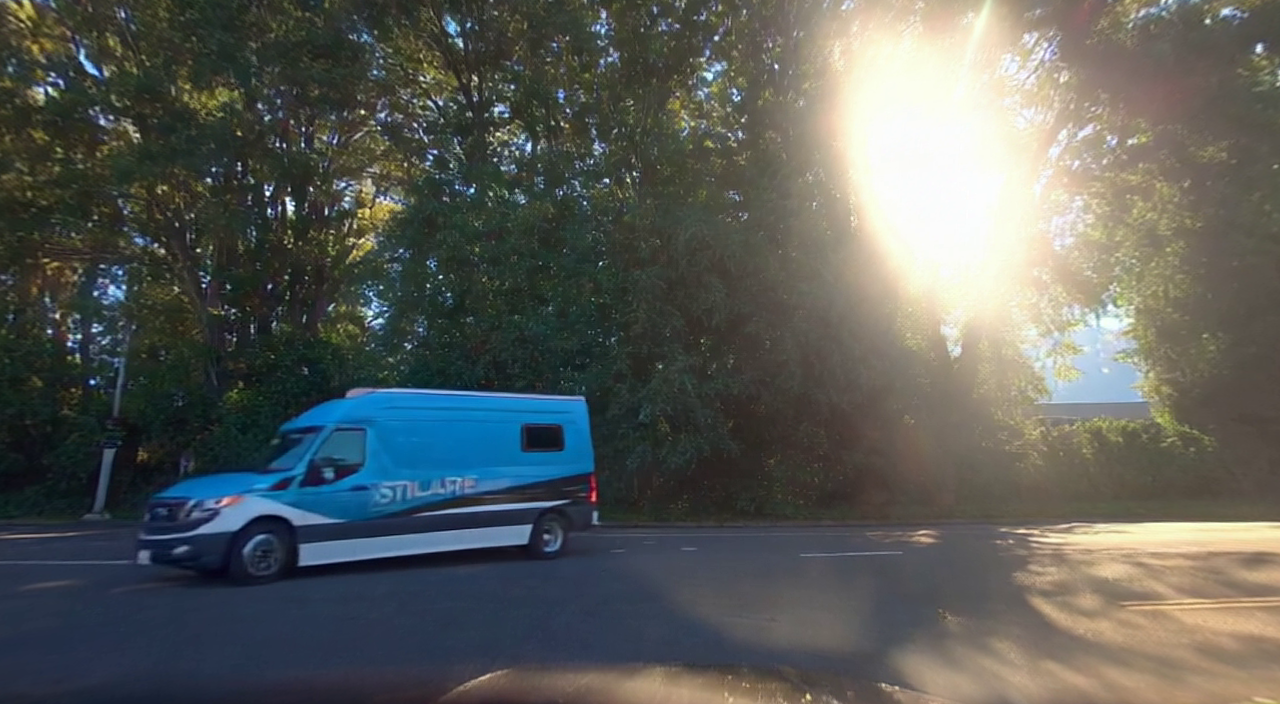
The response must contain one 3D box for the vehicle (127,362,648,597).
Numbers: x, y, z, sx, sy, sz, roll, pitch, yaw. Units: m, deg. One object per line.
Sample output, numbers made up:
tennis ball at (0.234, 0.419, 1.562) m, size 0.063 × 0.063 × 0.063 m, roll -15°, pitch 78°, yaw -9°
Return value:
vehicle at (-3.056, 1.657, 8.891) m, size 5.923 × 2.424 × 2.247 m, roll 4°, pitch -10°, yaw -25°
